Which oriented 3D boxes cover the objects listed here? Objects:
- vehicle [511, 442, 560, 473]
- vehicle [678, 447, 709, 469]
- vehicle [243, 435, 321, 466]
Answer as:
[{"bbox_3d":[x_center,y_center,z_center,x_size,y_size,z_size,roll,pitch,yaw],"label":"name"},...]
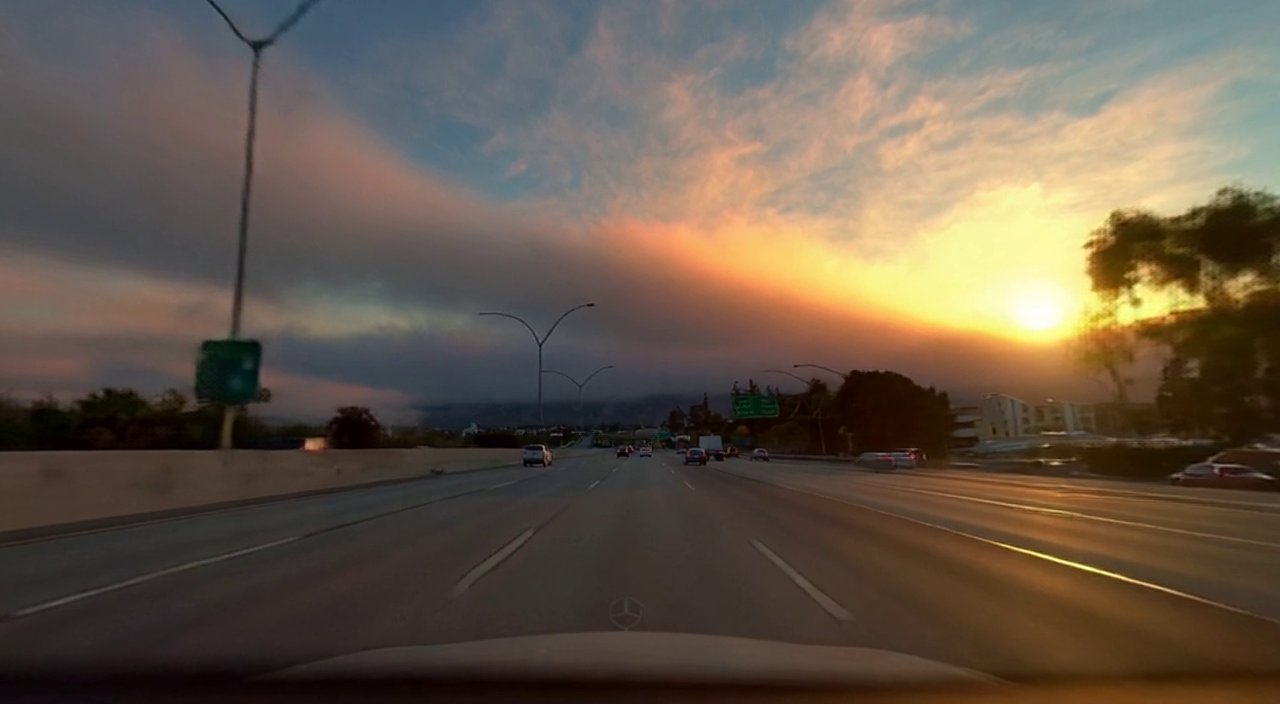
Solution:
[{"bbox_3d":[-6.228,6.320,37.961,2.091,1.746,4.437,0,-9,1],"label":"vehicle"},{"bbox_3d":[3.812,7.606,45.239,1.950,1.453,3.378,0,-9,0],"label":"vehicle"},{"bbox_3d":[-21.164,5.849,37.357,1.985,1.683,4.297,0,-9,1],"label":"vehicle"}]
